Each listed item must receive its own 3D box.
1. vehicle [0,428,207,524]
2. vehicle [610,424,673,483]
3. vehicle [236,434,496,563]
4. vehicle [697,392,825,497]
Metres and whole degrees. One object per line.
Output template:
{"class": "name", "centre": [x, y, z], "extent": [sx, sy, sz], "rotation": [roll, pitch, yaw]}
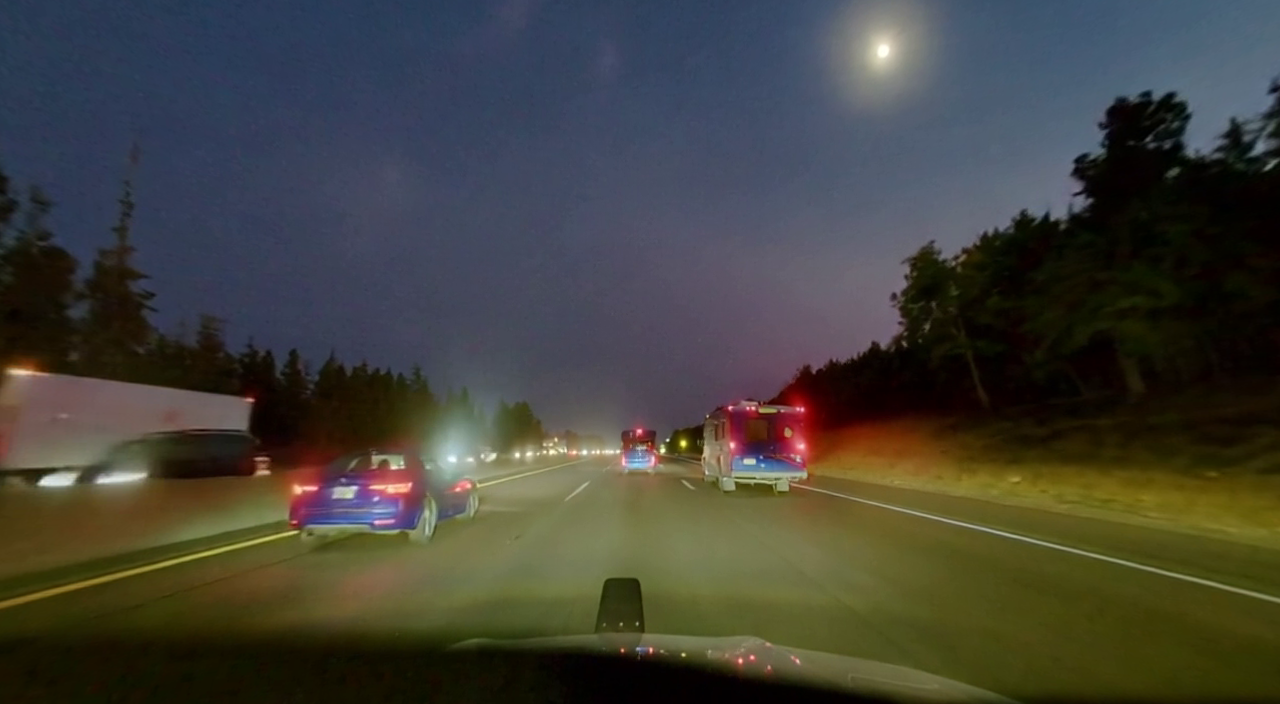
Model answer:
{"class": "vehicle", "centre": [-11.801, 2.556, 13.511], "extent": [1.961, 1.697, 4.316], "rotation": [0, -9, 0]}
{"class": "vehicle", "centre": [0.025, 4.468, 27.875], "extent": [2.524, 2.310, 4.986], "rotation": [0, -9, -1]}
{"class": "vehicle", "centre": [-3.756, 2.089, 9.764], "extent": [1.959, 1.502, 4.559], "rotation": [0, -9, 0]}
{"class": "vehicle", "centre": [3.703, 3.153, 21.337], "extent": [2.607, 2.910, 7.252], "rotation": [0, -9, -2]}
